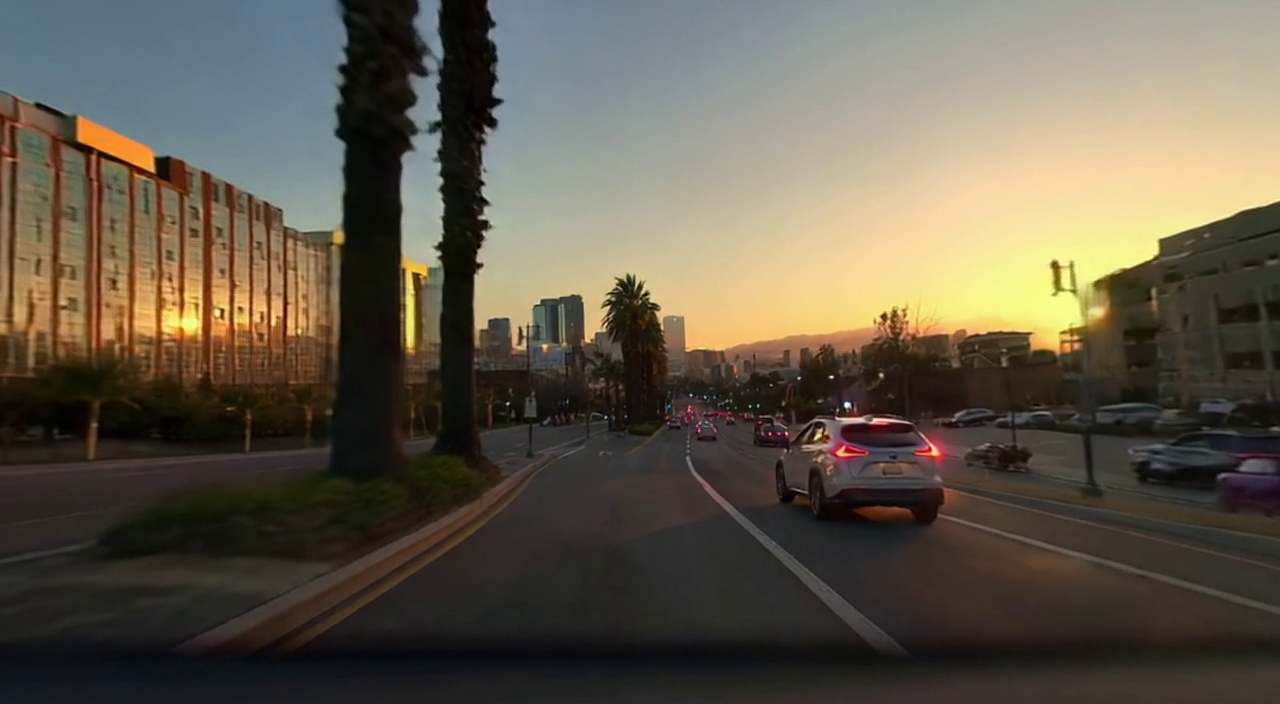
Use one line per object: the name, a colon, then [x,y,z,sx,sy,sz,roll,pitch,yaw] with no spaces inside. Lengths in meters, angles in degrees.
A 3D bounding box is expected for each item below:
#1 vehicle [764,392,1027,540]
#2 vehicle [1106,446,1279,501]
vehicle: [3.606,1.756,10.168,2.219,1.795,4.718,0,-9,0]
vehicle: [17.627,3.848,20.407,1.818,1.568,4.309,0,-9,0]
